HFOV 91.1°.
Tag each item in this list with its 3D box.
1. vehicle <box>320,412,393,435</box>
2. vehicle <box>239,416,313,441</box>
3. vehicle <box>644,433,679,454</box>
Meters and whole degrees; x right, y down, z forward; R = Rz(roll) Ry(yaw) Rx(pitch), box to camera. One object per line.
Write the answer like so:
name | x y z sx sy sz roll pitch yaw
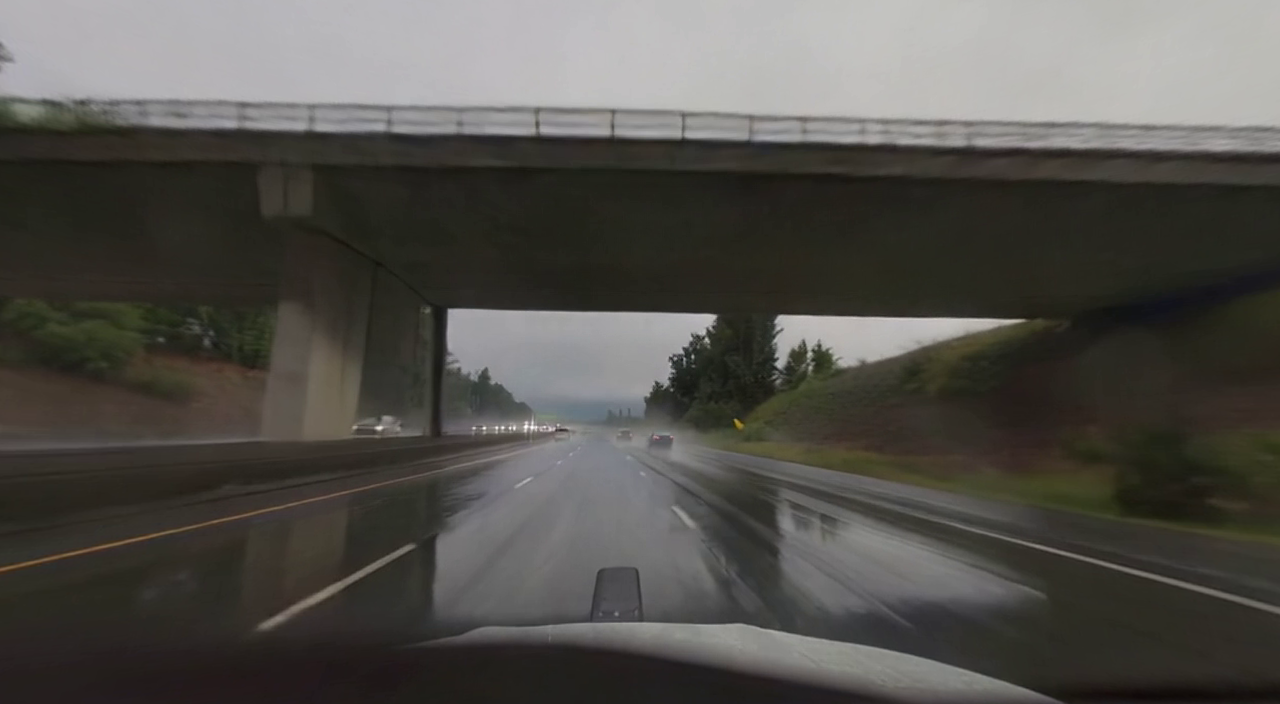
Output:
vehicle | -15.051 3.872 33.631 1.973 1.175 4.532 0 -8 -3
vehicle | -19.197 4.098 33.352 1.709 1.249 3.954 1 -8 -3
vehicle | 1.425 6.195 42.529 1.999 1.329 3.913 1 -8 -4
